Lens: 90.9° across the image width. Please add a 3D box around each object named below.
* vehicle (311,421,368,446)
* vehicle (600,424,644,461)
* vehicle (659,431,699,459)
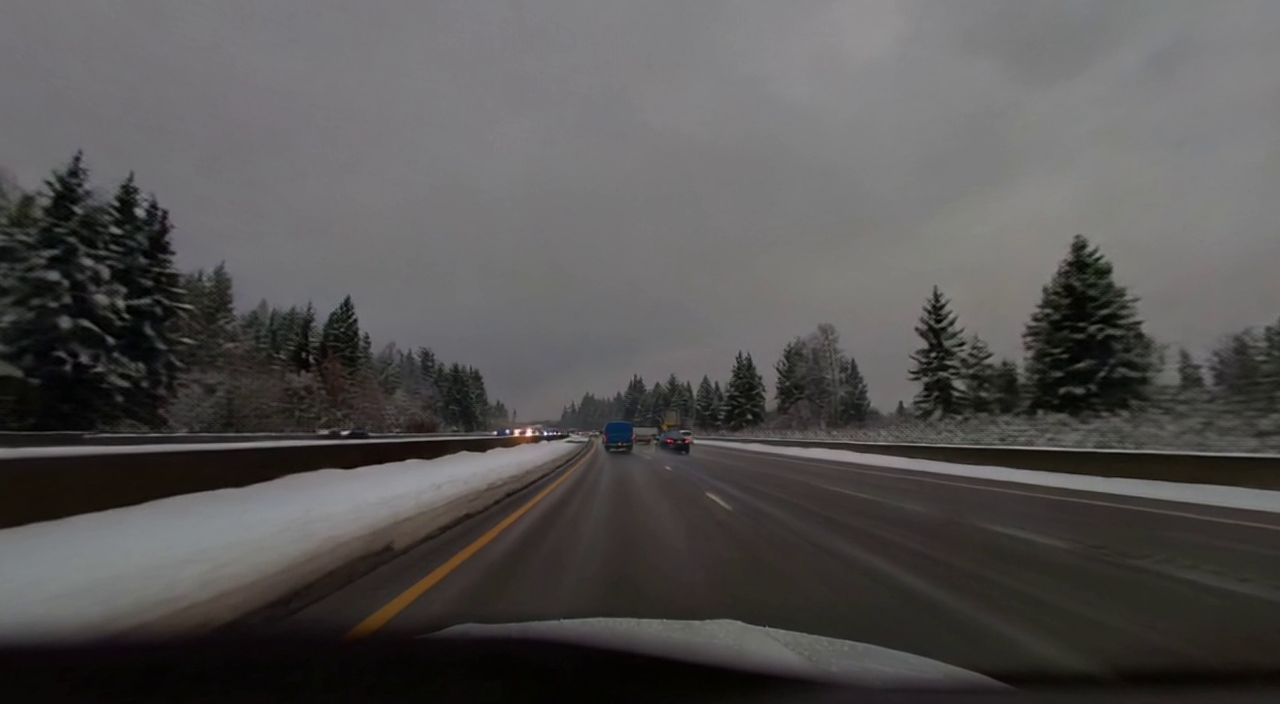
[{"bbox_3d":[-18.683,5.105,39.321,1.765,1.493,3.712,0,-8,-1],"label":"vehicle"},{"bbox_3d":[-1.074,5.303,37.116,2.403,1.994,4.683,0,-8,-2],"label":"vehicle"},{"bbox_3d":[2.351,5.713,38.731,1.996,1.589,3.715,0,-8,-4],"label":"vehicle"}]
